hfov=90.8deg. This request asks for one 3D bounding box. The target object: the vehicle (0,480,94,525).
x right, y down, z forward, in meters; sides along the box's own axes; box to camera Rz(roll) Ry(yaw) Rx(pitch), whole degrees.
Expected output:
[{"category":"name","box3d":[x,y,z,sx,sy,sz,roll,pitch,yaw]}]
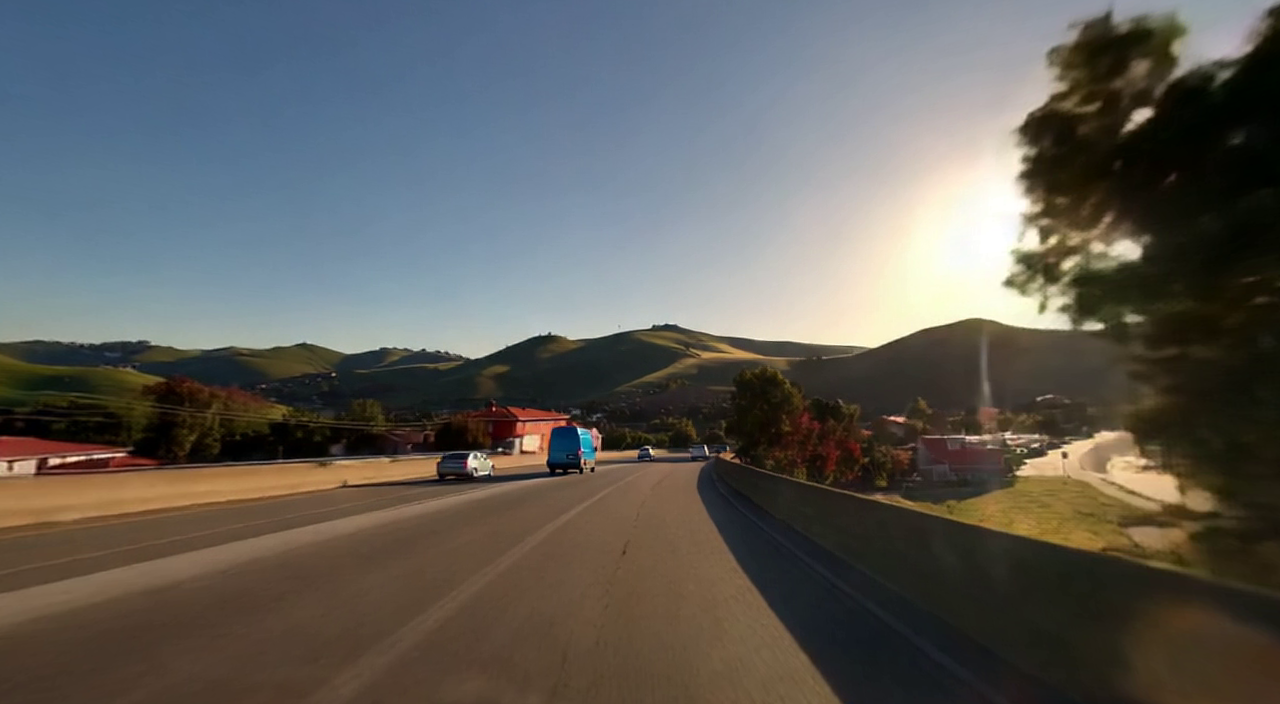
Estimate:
[{"category":"vehicle","box3d":[-23.776,5.763,24.414,1.714,1.400,3.848,-1,-9,3]}]

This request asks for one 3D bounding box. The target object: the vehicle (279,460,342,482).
[{"category":"vehicle","box3d":[-25.101,9.074,48.332,1.827,1.473,4.801,-1,-9,6]}]

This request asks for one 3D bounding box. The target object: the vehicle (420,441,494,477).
[{"category":"vehicle","box3d":[-8.507,5.006,29.738,1.821,1.524,4.342,-1,-9,6]}]

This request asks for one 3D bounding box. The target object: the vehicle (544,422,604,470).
[{"category":"vehicle","box3d":[-3.962,5.825,39.163,2.314,2.703,6.441,-1,-9,7]}]
